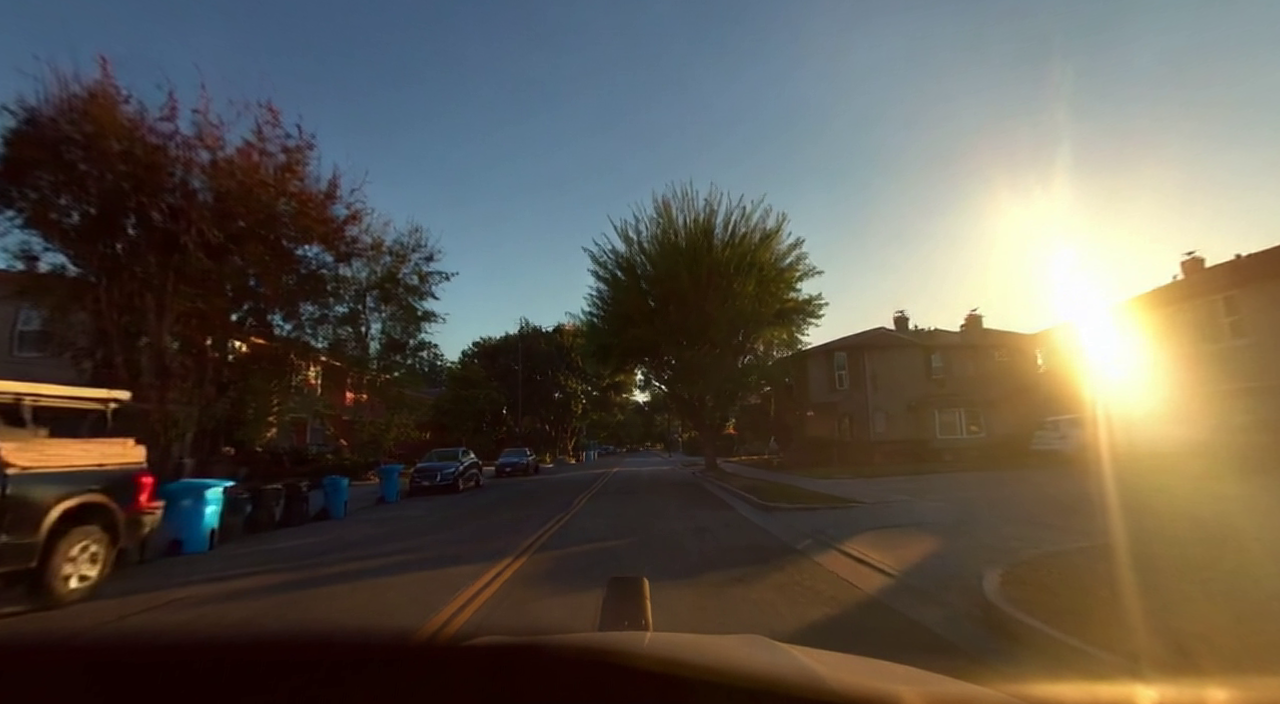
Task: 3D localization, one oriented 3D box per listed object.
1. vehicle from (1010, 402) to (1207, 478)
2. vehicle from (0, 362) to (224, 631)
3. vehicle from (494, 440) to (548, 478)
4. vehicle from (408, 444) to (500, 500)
[{"bbox_3d":[12.889,2.463,17.852,1.936,1.687,4.714,-5,-8,1],"label":"vehicle"},{"bbox_3d":[-6.285,1.112,4.691,2.223,2.115,5.707,5,-3,2],"label":"vehicle"},{"bbox_3d":[-6.553,5.925,35.309,2.169,1.871,4.762,-3,-8,-1],"label":"vehicle"},{"bbox_3d":[-6.374,4.104,22.110,1.945,1.530,4.430,-4,-7,-1],"label":"vehicle"}]
